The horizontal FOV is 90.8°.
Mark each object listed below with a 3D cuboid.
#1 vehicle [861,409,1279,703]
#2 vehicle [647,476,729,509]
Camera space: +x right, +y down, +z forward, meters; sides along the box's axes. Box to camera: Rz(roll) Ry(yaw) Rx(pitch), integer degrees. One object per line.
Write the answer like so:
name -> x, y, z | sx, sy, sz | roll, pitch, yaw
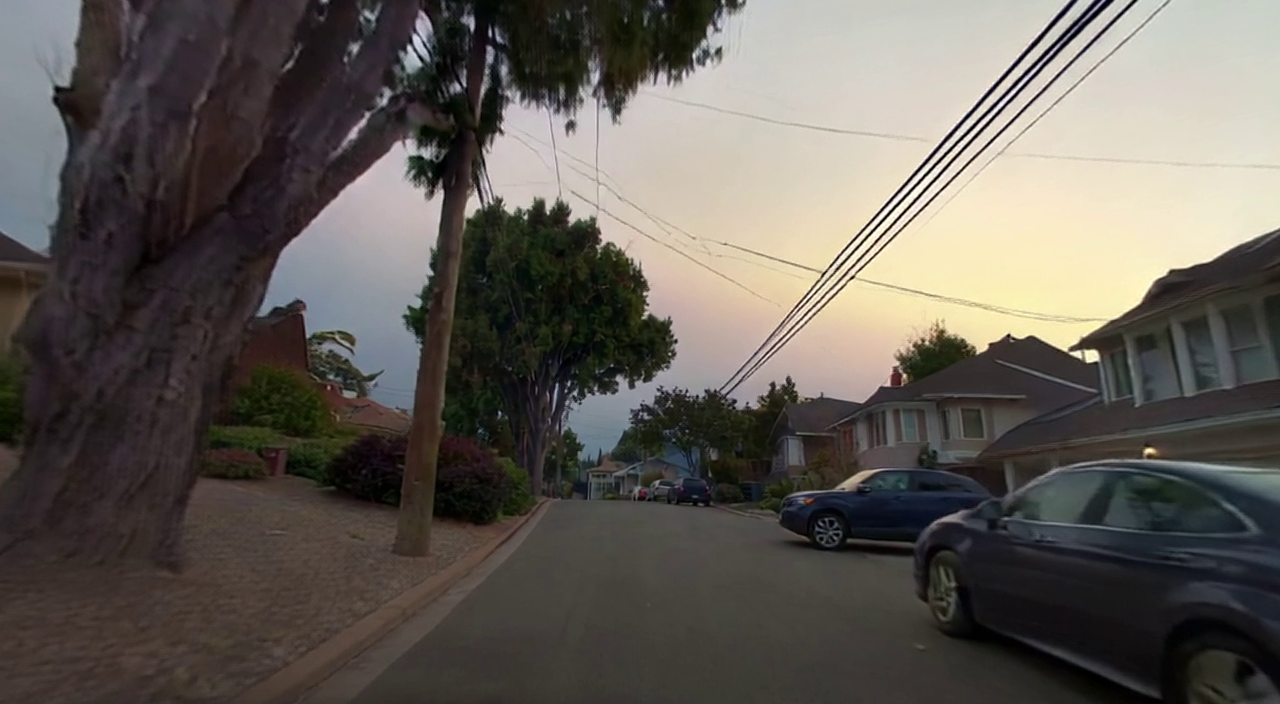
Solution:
vehicle -> 3.261, 1.165, 3.368 | 2.133, 1.566, 4.737 | 1, -9, -5
vehicle -> 2.759, 8.164, 36.946 | 4.413, 1.728, 1.869 | 1, -9, -9
